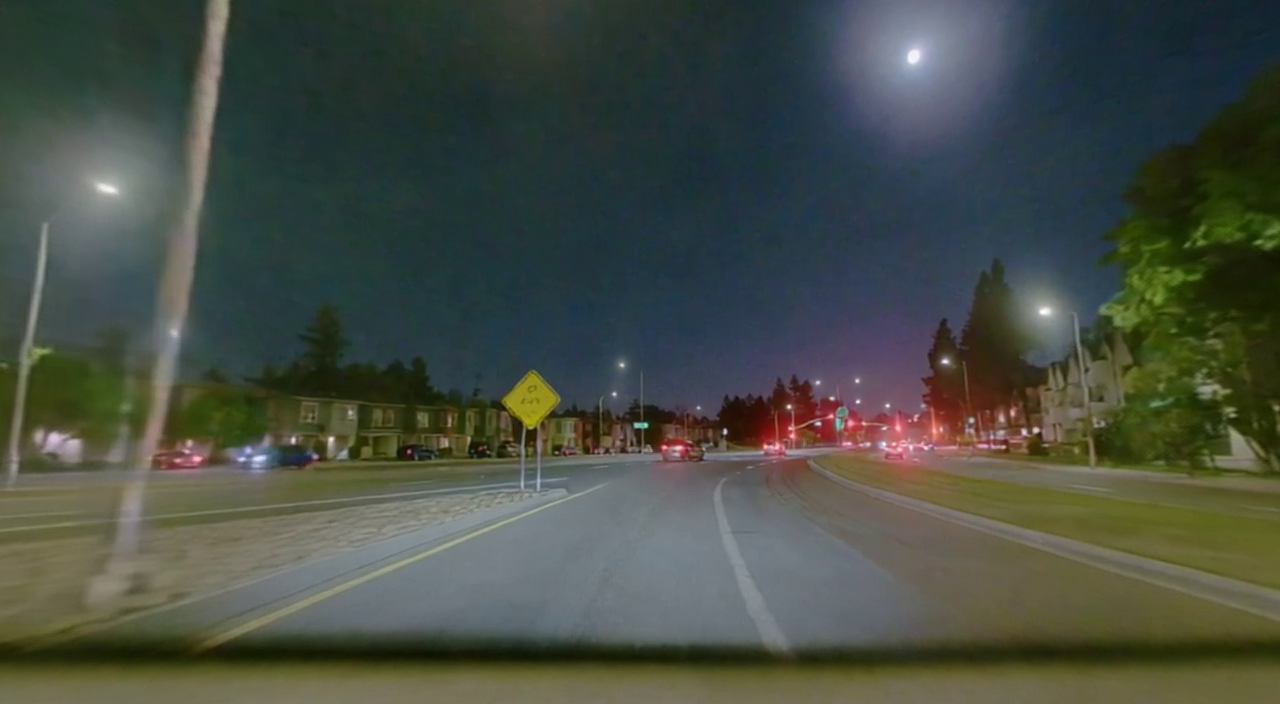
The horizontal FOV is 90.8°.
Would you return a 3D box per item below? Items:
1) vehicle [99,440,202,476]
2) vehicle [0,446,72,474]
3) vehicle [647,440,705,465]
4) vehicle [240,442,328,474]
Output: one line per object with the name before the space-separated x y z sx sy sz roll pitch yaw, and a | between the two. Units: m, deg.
vehicle | -29.831 6.548 38.678 1.944 1.714 4.408 -8 -16 22
vehicle | -36.652 6.476 38.027 4.207 1.612 1.951 -4 -9 24
vehicle | 2.428 6.571 41.374 2.081 1.489 4.863 -4 -10 26
vehicle | -18.240 5.418 32.516 1.753 1.553 3.575 -3 -9 20
